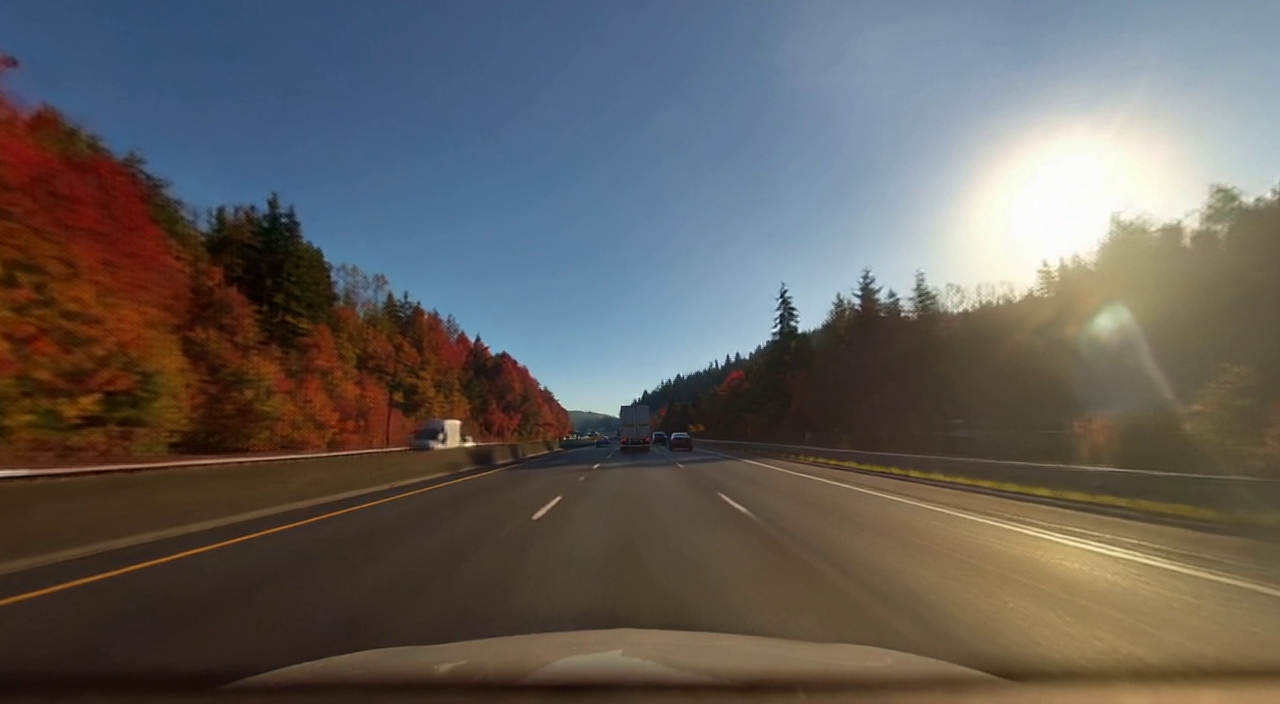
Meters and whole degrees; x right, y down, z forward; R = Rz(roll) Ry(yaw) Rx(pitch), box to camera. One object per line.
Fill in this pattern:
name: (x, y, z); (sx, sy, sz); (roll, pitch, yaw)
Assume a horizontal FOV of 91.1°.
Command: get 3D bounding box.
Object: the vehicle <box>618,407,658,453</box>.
vehicle: (-0.224, 5.573, 44.549); (2.631, 2.957, 6.512); (0, -8, -2)
